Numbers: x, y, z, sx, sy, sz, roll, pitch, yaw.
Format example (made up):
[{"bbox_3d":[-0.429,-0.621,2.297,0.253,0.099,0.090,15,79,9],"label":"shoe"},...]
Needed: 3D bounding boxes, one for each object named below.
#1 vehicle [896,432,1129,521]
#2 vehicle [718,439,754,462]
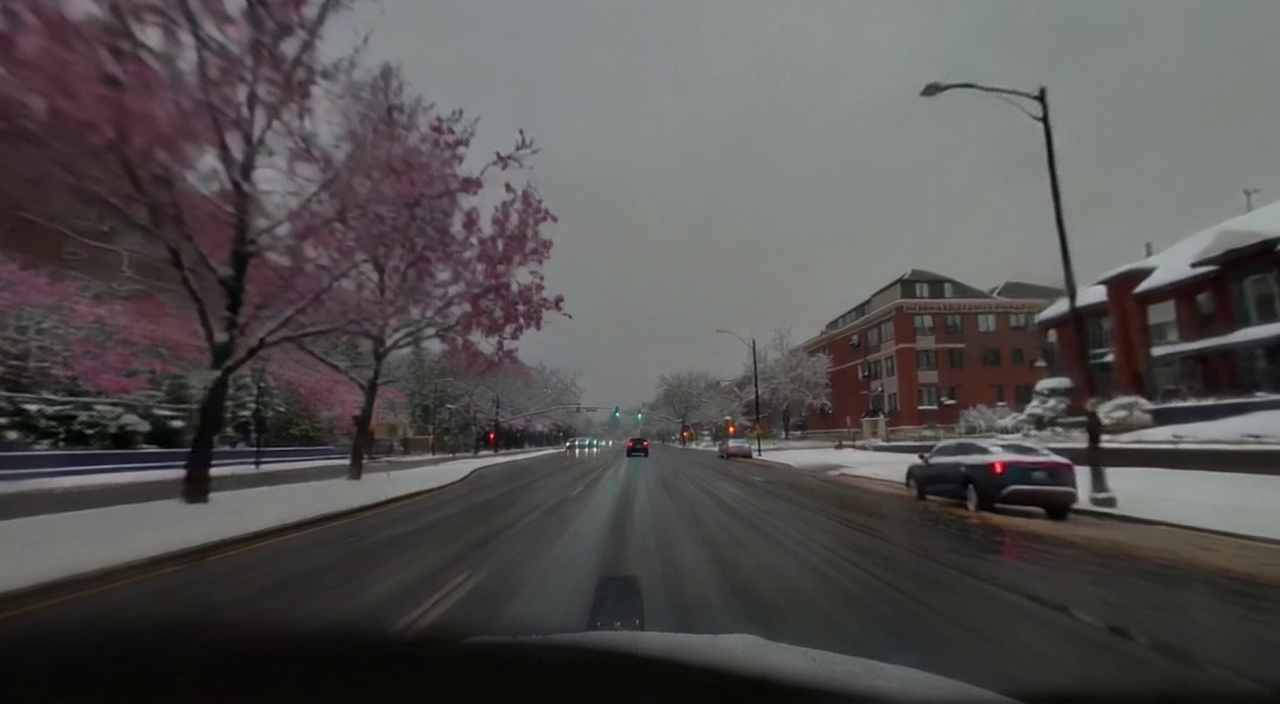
[{"bbox_3d":[7.063,2.386,12.684,2.032,1.449,4.413,0,-8,1],"label":"vehicle"},{"bbox_3d":[7.142,7.363,47.407,1.933,1.580,4.162,0,-8,-1],"label":"vehicle"}]
